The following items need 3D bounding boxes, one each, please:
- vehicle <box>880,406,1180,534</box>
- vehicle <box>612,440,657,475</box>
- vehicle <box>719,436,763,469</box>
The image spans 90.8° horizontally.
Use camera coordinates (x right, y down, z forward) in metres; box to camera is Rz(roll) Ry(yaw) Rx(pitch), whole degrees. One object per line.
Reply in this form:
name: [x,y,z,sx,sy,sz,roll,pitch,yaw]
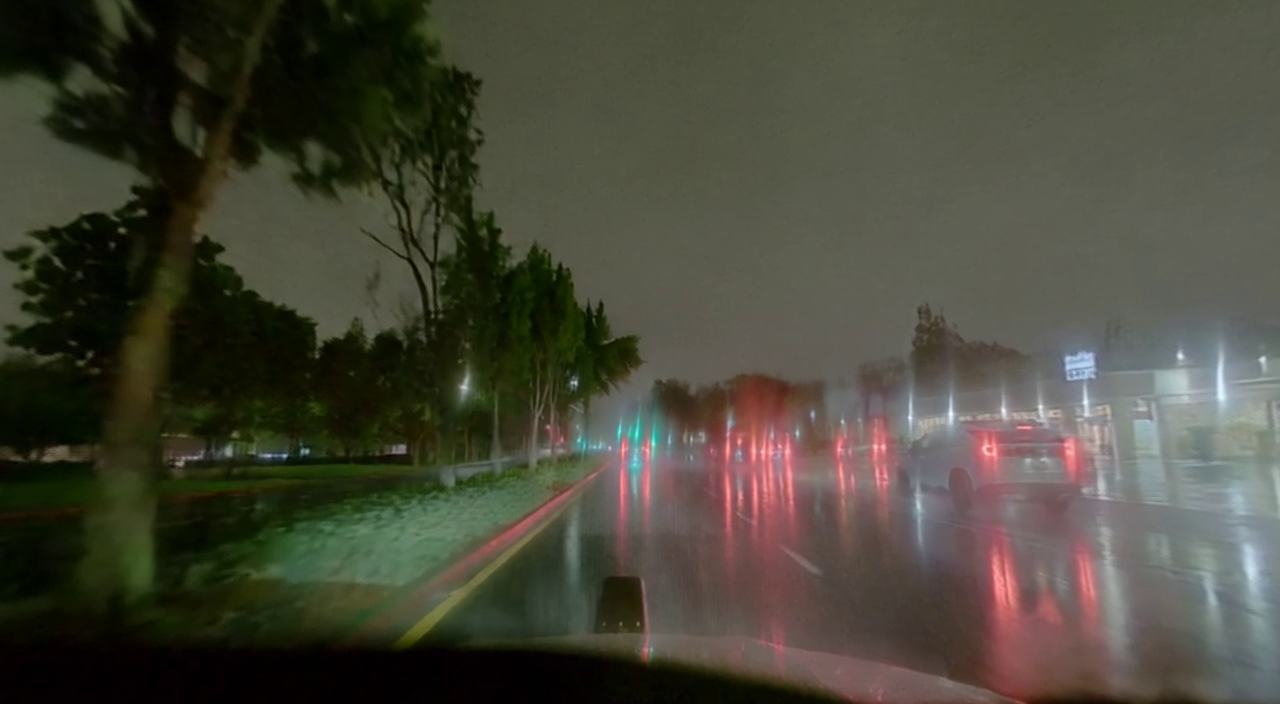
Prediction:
vehicle: [7.037,2.220,12.527,2.240,1.923,5.678,0,-8,-1]
vehicle: [-0.270,5.061,30.507,2.037,1.568,3.693,0,-8,0]
vehicle: [6.030,6.089,38.389,1.955,1.845,4.538,0,-8,1]
